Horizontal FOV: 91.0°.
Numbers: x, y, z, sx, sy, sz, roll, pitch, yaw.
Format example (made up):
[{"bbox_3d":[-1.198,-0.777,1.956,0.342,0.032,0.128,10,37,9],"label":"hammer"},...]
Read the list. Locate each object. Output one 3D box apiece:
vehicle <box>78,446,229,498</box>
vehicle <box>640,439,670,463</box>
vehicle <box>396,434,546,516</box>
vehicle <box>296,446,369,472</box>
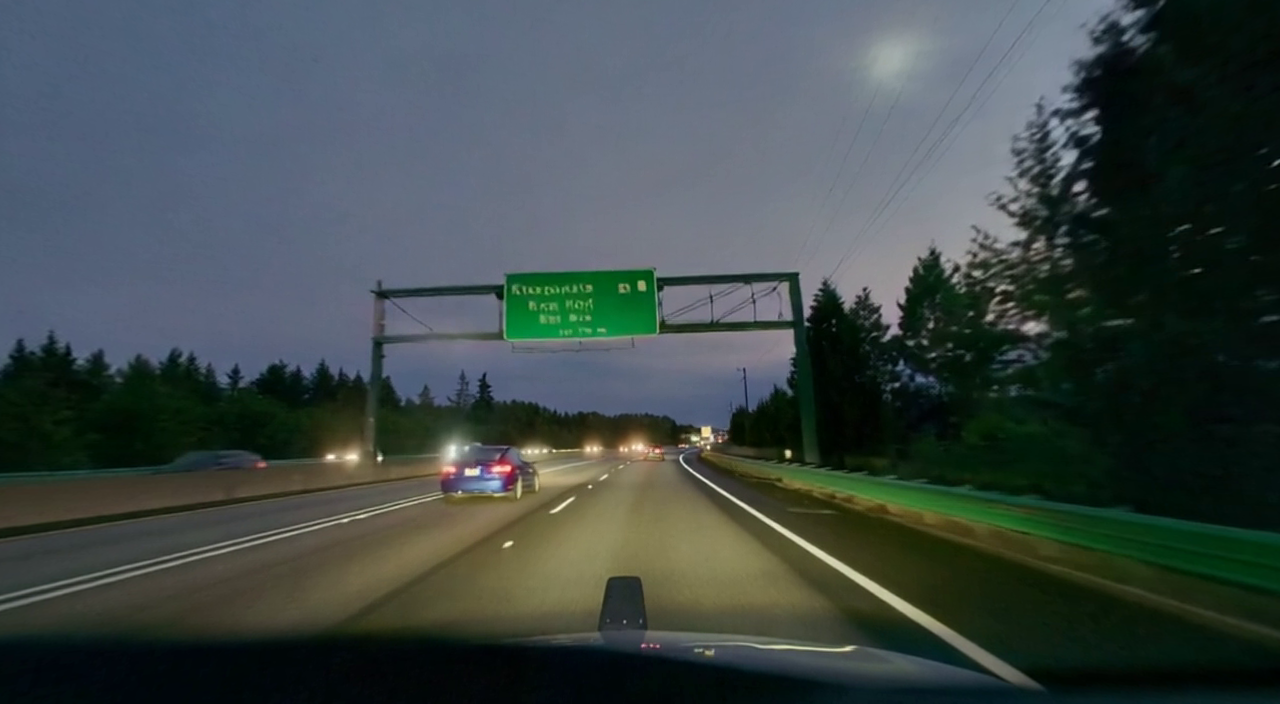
[{"bbox_3d":[-15.682,3.850,20.594,1.791,1.474,3.831,0,-8,1],"label":"vehicle"},{"bbox_3d":[1.178,7.426,47.538,2.176,1.725,4.182,0,-8,3],"label":"vehicle"},{"bbox_3d":[-3.509,2.640,14.099,2.021,1.515,4.453,0,-8,2],"label":"vehicle"},{"bbox_3d":[-19.128,6.657,39.442,1.963,1.497,4.843,0,-8,2],"label":"vehicle"}]
